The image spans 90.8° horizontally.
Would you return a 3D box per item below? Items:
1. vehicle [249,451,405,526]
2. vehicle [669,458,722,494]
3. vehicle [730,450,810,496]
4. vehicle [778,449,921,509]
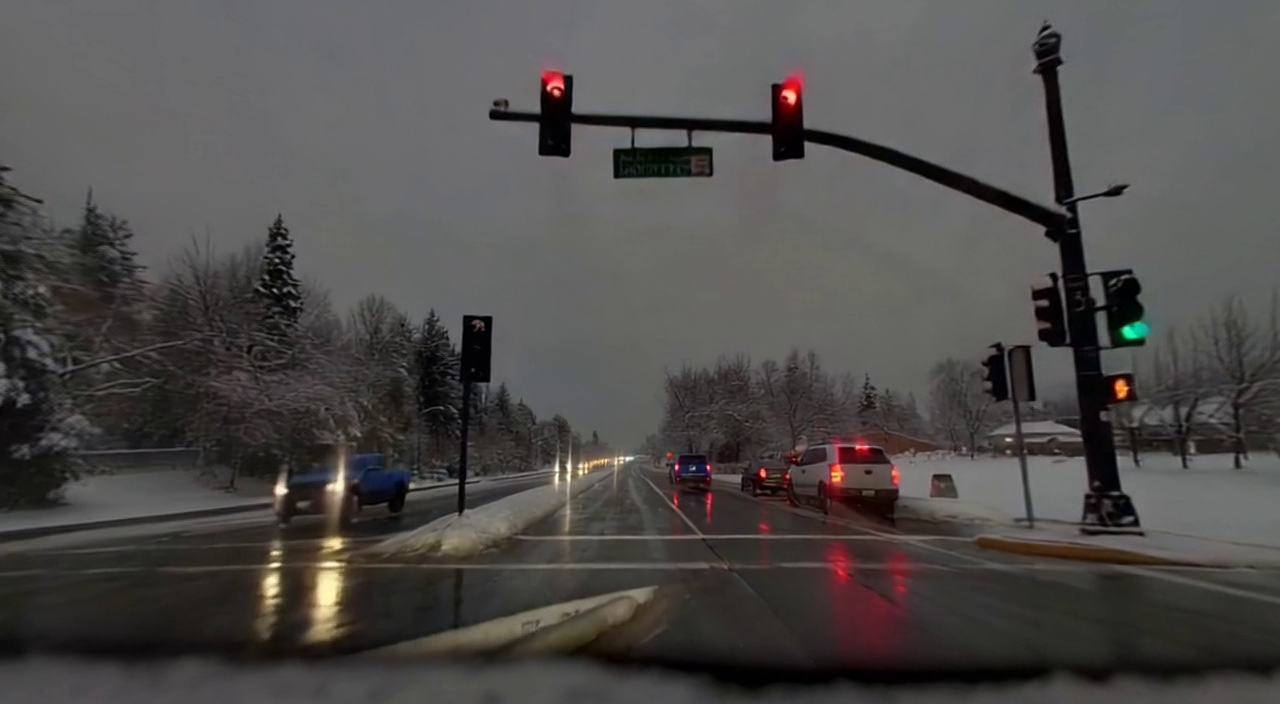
[{"bbox_3d":[-8.508,3.693,17.772,2.049,1.786,4.557,0,-9,0],"label":"vehicle"},{"bbox_3d":[2.806,6.420,33.014,2.140,1.655,4.786,0,-9,-2],"label":"vehicle"},{"bbox_3d":[7.524,7.074,37.608,2.802,2.409,6.553,1,-9,-6],"label":"vehicle"},{"bbox_3d":[8.820,5.405,27.708,2.771,2.214,7.159,1,-9,-10],"label":"vehicle"}]
